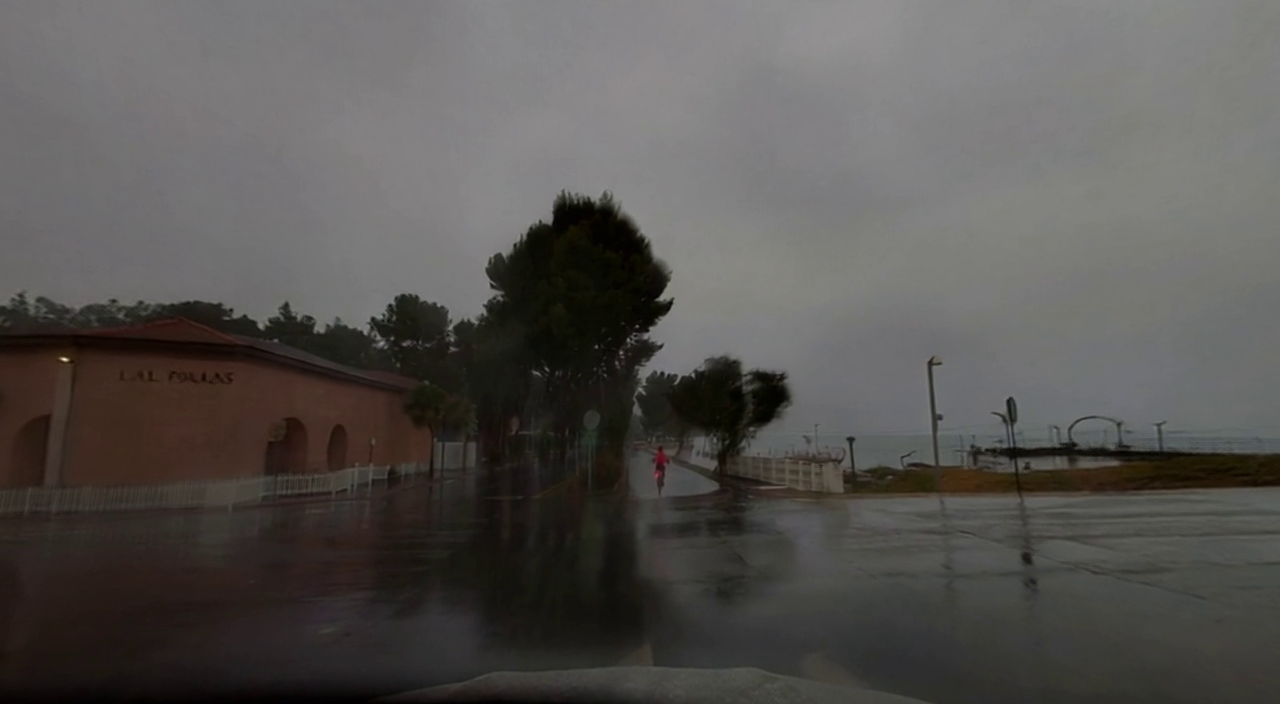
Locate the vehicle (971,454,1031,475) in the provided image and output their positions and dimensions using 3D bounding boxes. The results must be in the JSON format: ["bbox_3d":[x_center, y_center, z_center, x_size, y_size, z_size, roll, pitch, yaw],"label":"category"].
[{"bbox_3d":[27.719,8.616,48.544,3.794,1.403,1.636,0,-9,-15],"label":"vehicle"}]
